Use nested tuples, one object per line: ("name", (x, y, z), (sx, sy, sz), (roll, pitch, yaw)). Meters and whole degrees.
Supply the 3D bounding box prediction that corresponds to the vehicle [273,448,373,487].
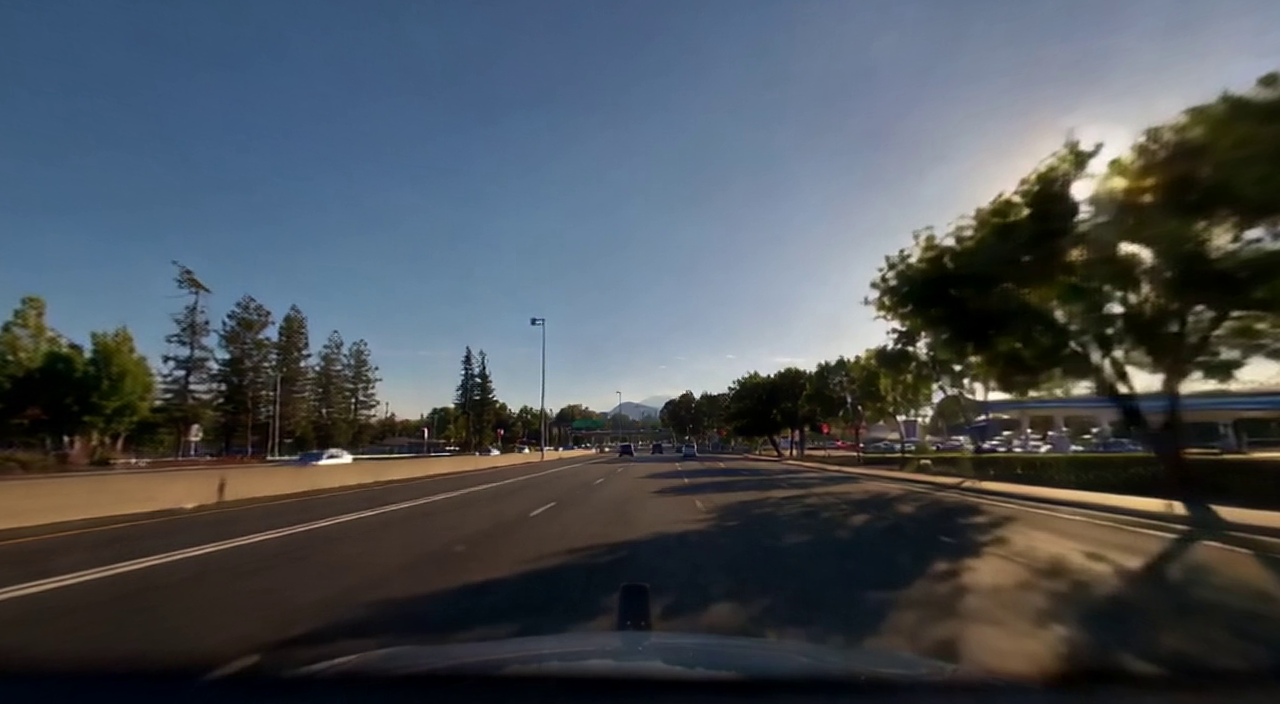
("vehicle", (-13.770, 4.994, 27.696), (1.927, 1.526, 4.245), (-1, -8, 5))
